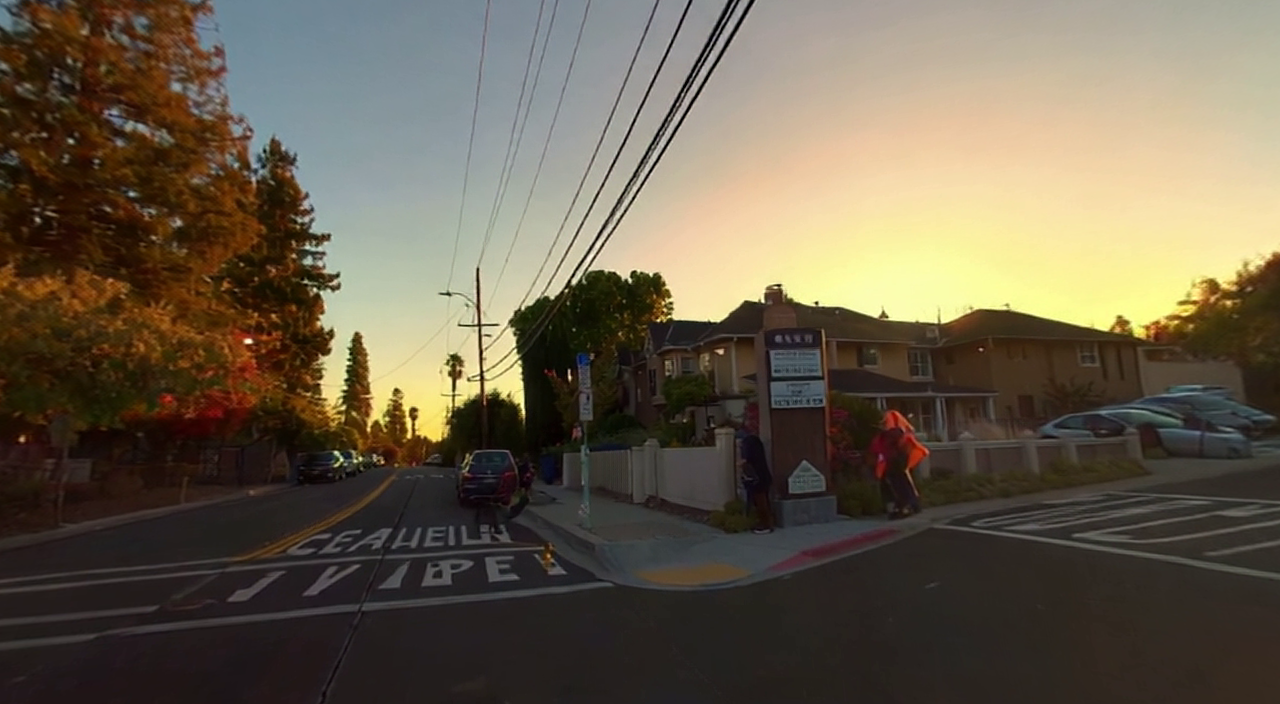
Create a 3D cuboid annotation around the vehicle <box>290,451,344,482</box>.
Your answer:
[{"bbox_3d":[-20.628,7.306,40.548,2.203,1.787,4.704,2,-9,-17],"label":"vehicle"}]
